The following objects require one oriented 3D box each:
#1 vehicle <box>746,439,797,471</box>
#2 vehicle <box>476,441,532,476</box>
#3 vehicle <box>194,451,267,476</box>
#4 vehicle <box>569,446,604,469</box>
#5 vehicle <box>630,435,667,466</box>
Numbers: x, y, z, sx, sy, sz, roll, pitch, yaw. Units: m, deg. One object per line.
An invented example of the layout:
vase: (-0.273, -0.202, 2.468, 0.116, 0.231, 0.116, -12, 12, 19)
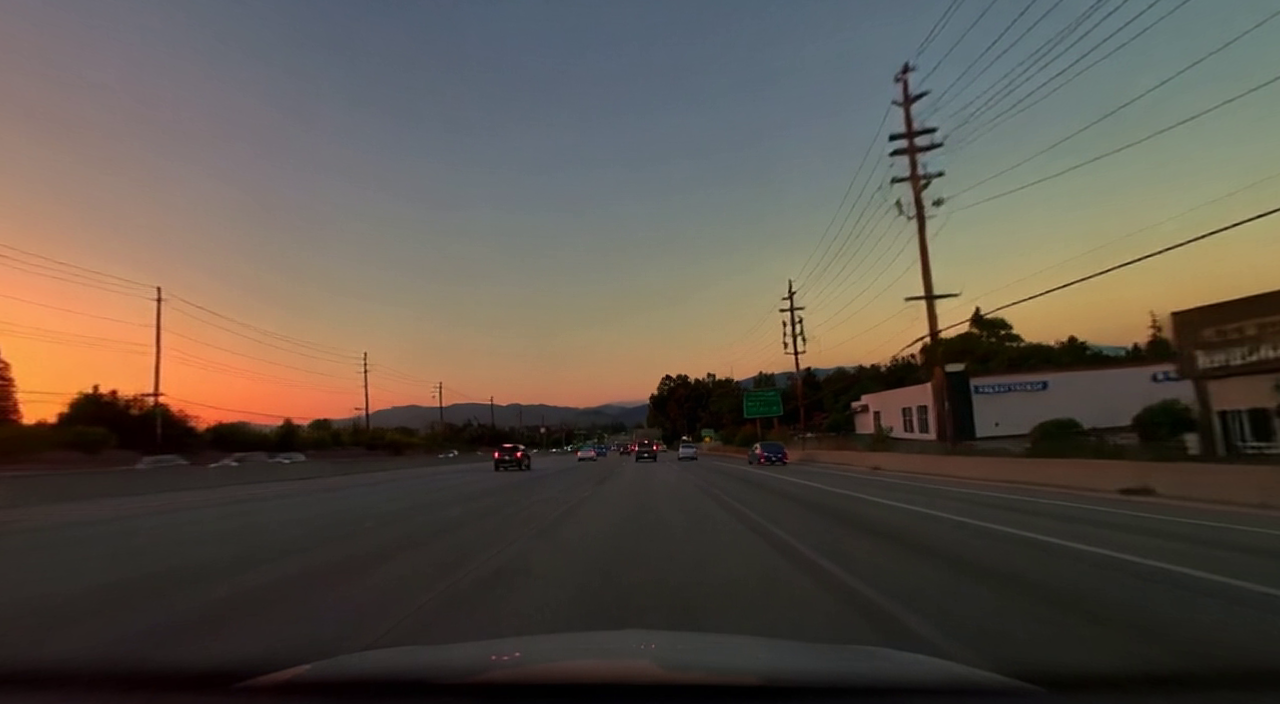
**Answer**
vehicle: (7.492, 5.925, 36.409, 1.937, 1.698, 4.322, 0, -9, -1)
vehicle: (-7.221, 5.705, 33.885, 2.007, 1.732, 4.395, -1, -9, 1)
vehicle: (-29.708, 8.078, 45.910, 1.977, 1.604, 4.810, -1, -9, 1)
vehicle: (-3.671, 7.311, 43.917, 1.979, 1.469, 4.378, 0, -9, 0)
vehicle: (0.605, 7.489, 47.893, 2.622, 2.208, 5.320, 0, -9, -1)
